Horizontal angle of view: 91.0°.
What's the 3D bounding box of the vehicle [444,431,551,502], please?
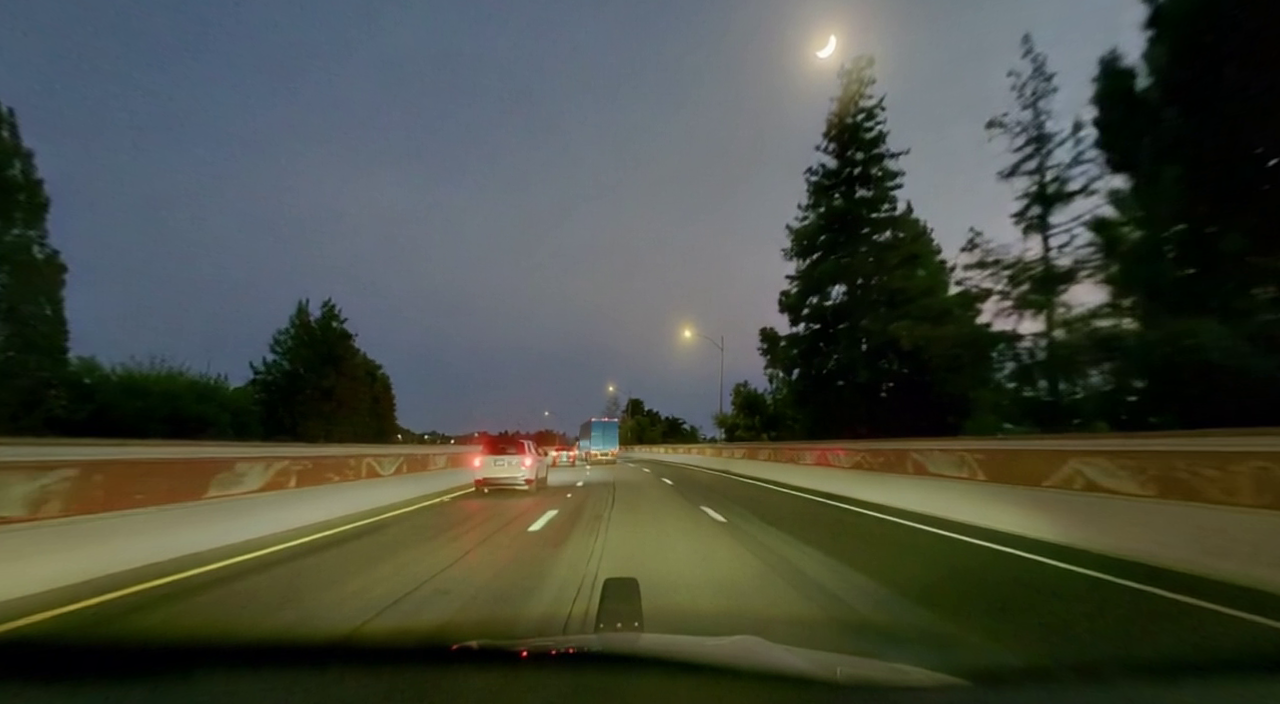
[{"bbox_3d":[-3.809,3.163,17.742,2.041,1.734,4.391,0,-9,-1],"label":"vehicle"}]
